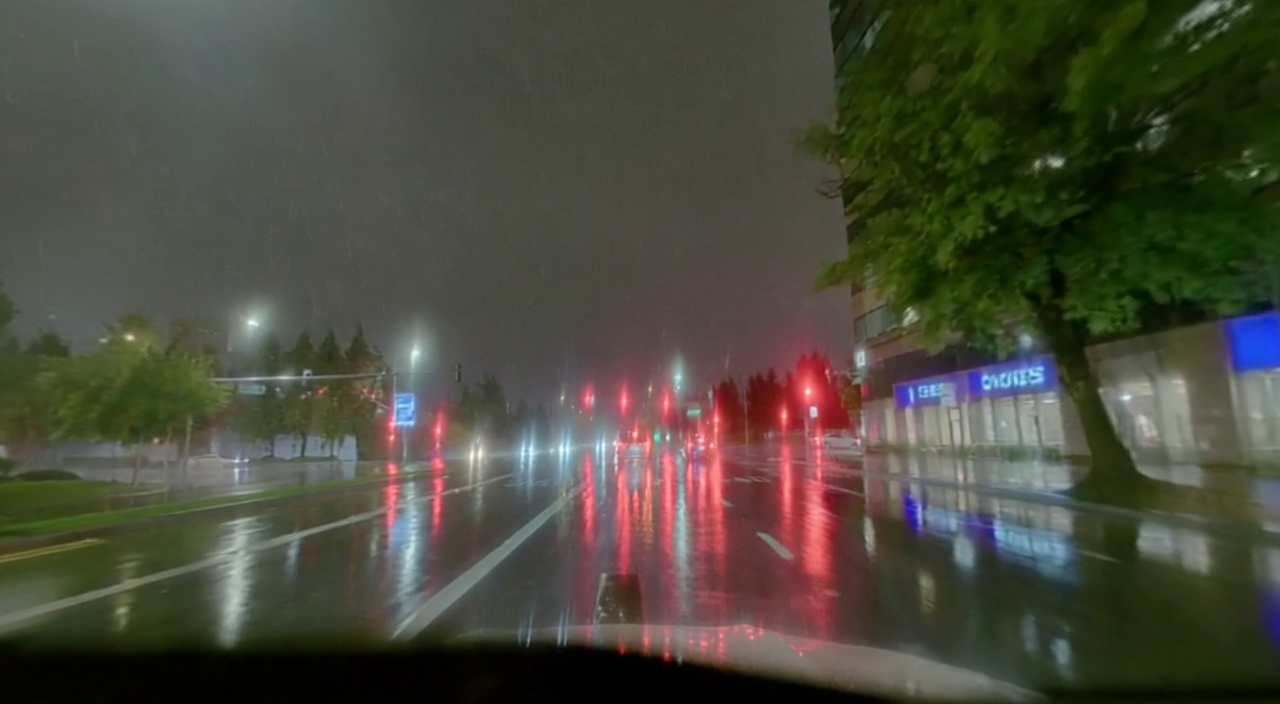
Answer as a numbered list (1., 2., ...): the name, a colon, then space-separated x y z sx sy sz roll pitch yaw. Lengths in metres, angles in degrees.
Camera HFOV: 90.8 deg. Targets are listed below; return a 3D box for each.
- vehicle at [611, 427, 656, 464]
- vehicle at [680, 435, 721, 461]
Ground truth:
1. vehicle: -0.343 5.208 35.234 2.313 1.860 4.319 0 -8 0
2. vehicle: 3.577 5.773 38.149 2.080 1.472 4.401 0 -8 0
